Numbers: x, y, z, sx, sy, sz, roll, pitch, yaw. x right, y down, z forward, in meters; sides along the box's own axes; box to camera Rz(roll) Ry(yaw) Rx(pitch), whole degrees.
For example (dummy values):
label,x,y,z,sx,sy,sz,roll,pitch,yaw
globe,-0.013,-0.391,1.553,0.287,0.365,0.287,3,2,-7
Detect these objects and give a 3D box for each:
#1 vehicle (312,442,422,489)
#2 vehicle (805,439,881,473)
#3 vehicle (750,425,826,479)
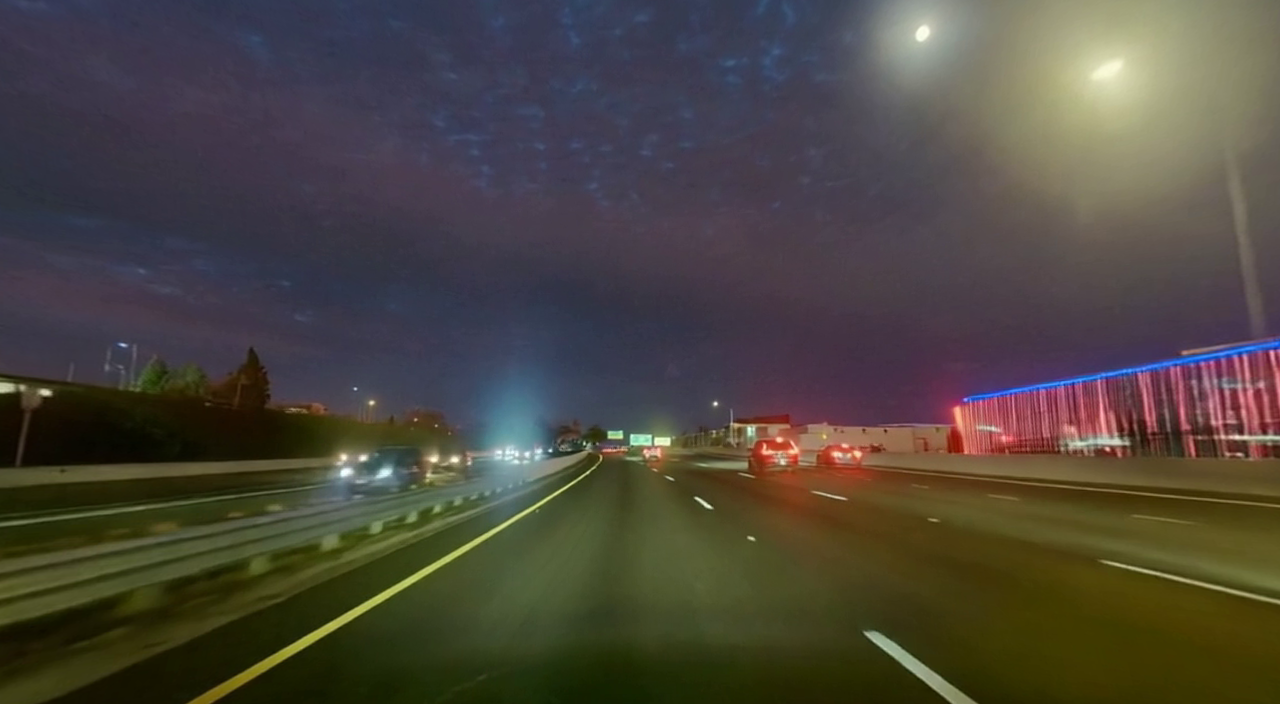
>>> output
label,x,y,z,sx,sy,sz,roll,pitch,yaw
vehicle,-10.268,4.277,24.259,2.371,1.606,4.532,1,-8,-3
vehicle,9.844,5.095,31.102,1.981,1.508,4.768,0,-9,-2
vehicle,6.354,4.366,27.767,2.043,2.154,4.731,0,-9,-2
